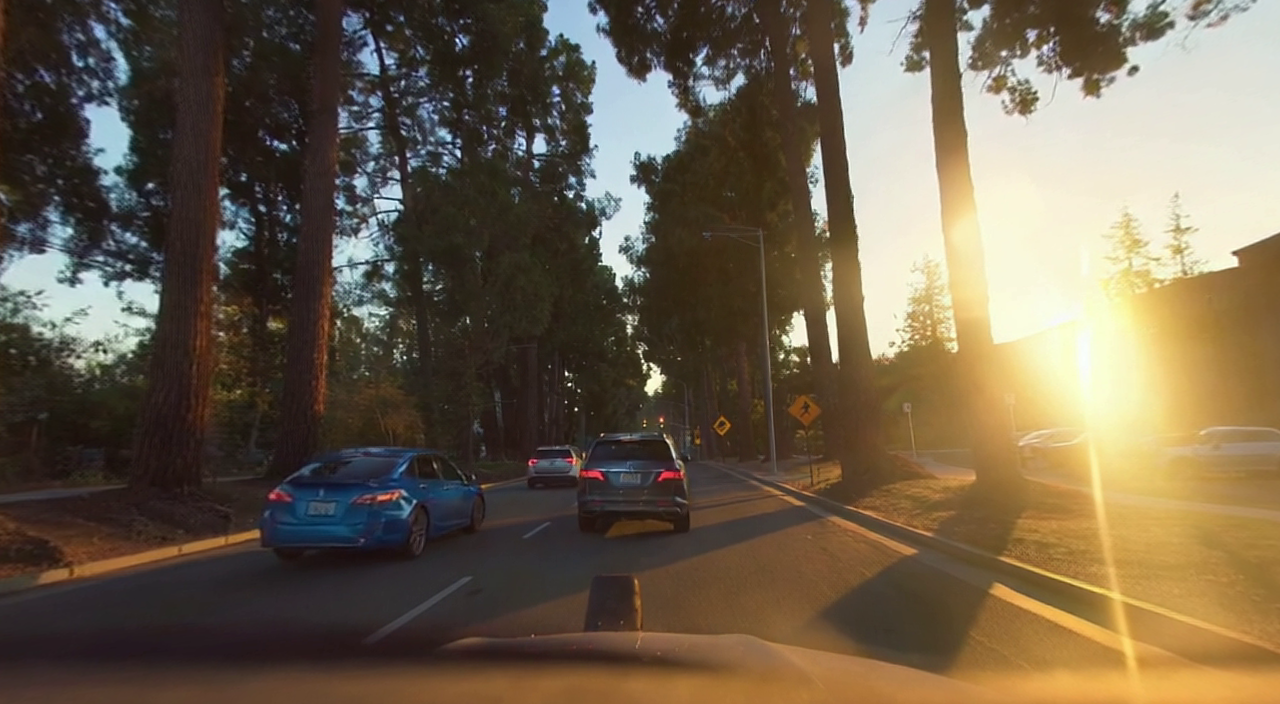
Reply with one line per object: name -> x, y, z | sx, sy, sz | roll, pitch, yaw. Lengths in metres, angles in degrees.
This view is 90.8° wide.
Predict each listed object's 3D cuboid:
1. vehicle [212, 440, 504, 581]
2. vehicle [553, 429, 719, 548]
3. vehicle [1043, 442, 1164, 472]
vehicle -> -3.463, 1.998, 8.914 | 1.922, 1.464, 4.424 | 0, -8, 2
vehicle -> -0.035, 2.144, 10.557 | 2.229, 1.591, 3.897 | 0, -8, 1
vehicle -> 28.282, 6.404, 38.637 | 5.955, 1.702, 2.166 | 1, -8, -6
